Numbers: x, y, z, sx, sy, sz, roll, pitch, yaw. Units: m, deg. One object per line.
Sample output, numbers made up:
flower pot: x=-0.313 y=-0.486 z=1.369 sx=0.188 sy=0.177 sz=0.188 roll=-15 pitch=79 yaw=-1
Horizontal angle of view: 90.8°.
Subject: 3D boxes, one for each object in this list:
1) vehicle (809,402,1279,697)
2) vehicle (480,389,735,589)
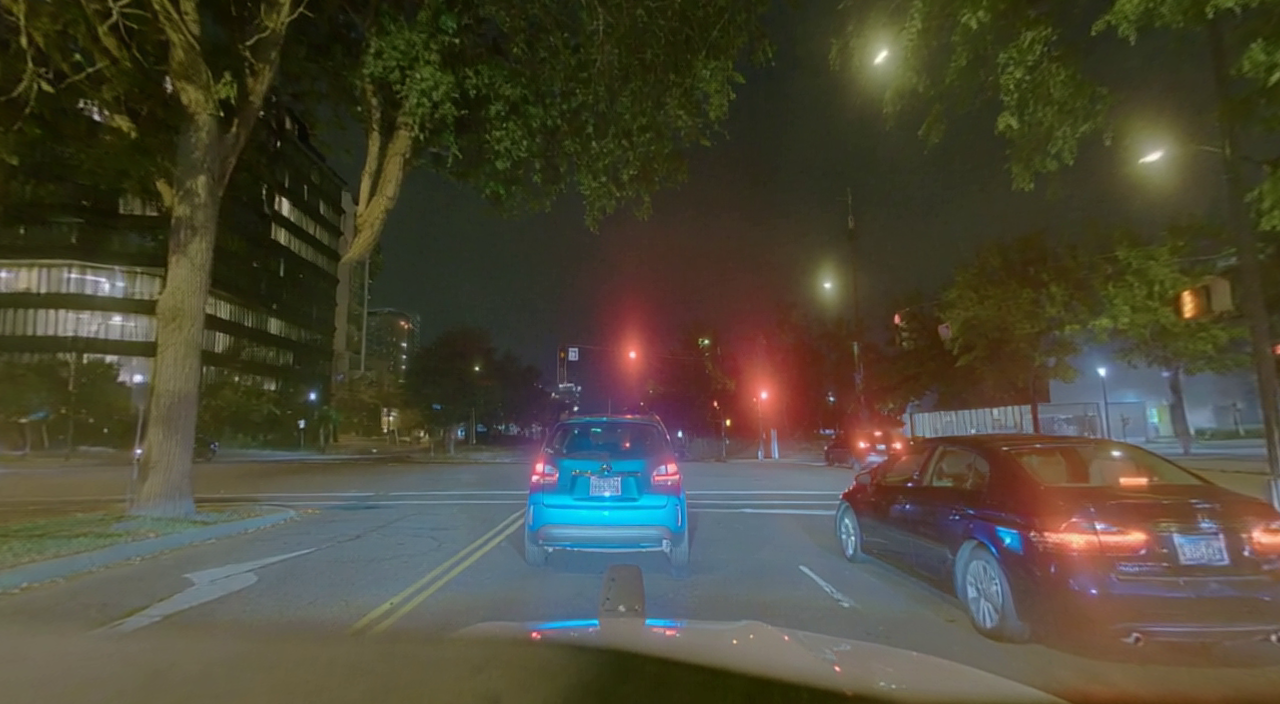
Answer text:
vehicle: x=3.168 y=1.401 z=5.763 sx=1.932 sy=1.562 sz=4.629 roll=0 pitch=-9 yaw=-1
vehicle: x=-0.343 y=1.525 z=7.787 sx=2.247 sy=1.760 sz=4.231 roll=0 pitch=-9 yaw=-2
